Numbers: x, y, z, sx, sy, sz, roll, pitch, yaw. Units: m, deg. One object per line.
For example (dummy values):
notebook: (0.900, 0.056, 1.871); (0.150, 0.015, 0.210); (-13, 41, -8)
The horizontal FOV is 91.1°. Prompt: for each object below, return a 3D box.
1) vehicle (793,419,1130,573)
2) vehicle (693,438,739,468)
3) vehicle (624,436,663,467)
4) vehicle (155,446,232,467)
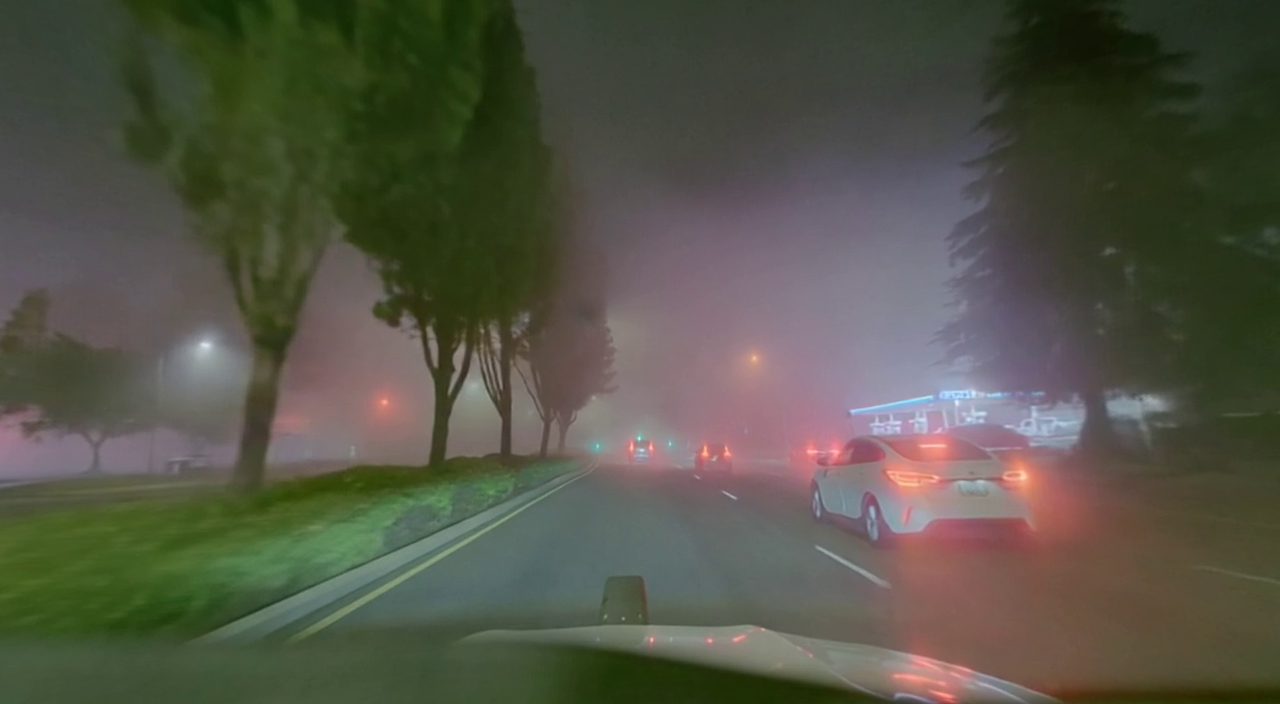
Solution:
vehicle: (3.770, 1.782, 8.653); (2.119, 1.509, 4.756); (0, -9, 0)
vehicle: (4.156, 5.614, 35.073); (1.980, 1.515, 4.362); (0, -8, -1)
vehicle: (0.182, 5.814, 36.667); (2.172, 1.694, 4.055); (0, -8, 0)
vehicle: (-34.137, 7.961, 48.031); (4.595, 1.533, 1.853); (-1, -9, 5)
